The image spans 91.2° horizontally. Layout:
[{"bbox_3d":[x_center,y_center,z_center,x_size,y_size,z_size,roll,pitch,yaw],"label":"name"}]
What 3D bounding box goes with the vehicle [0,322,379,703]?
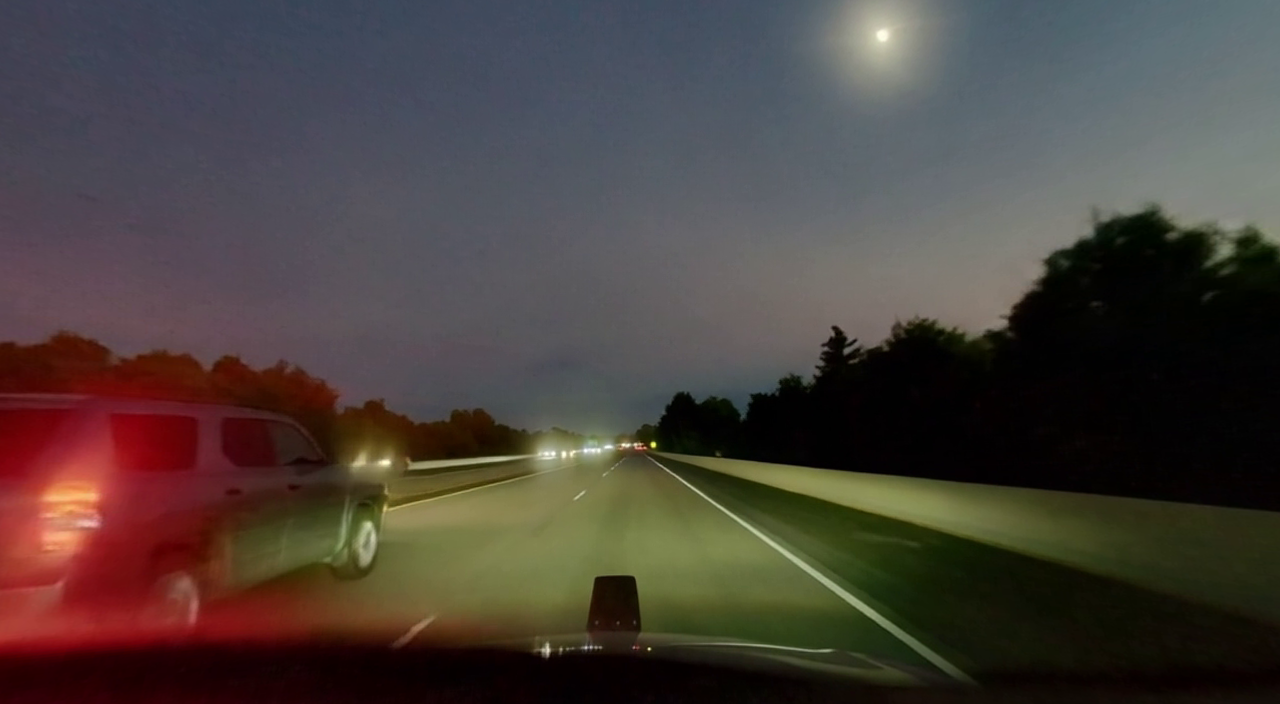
[{"bbox_3d":[-4.110,1.078,4.786,2.292,1.802,4.481,0,-9,0],"label":"vehicle"}]
